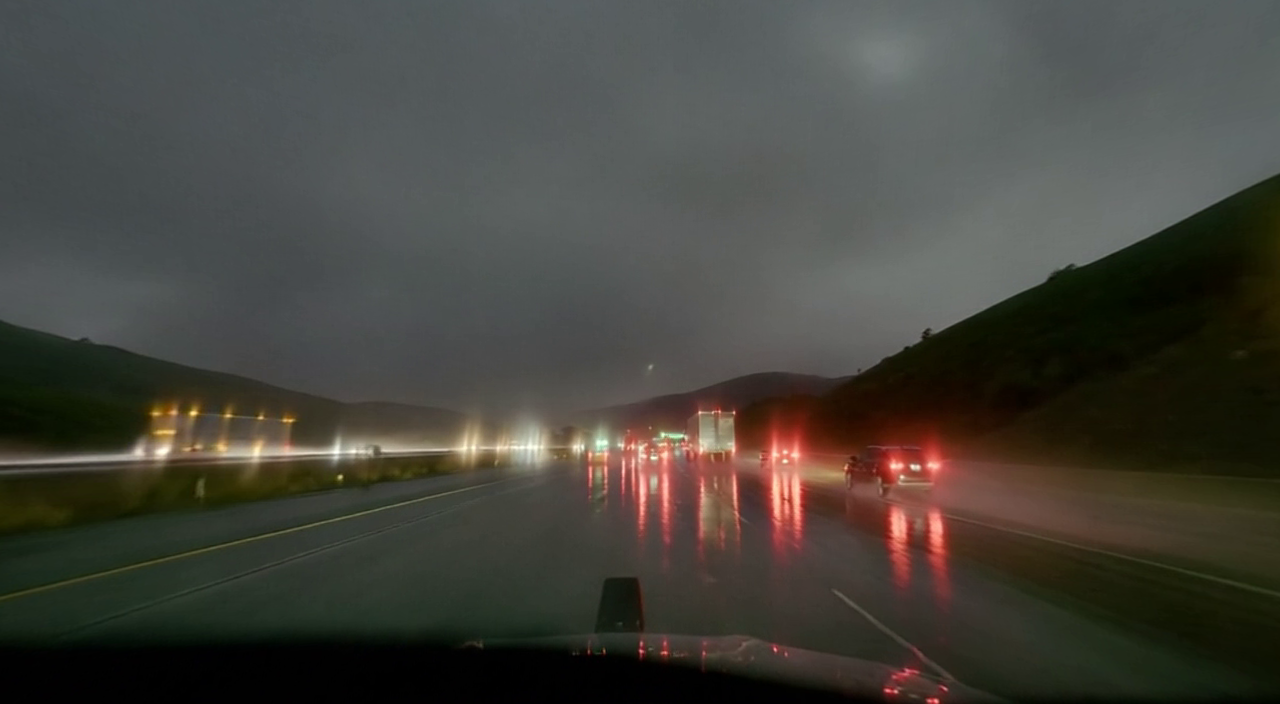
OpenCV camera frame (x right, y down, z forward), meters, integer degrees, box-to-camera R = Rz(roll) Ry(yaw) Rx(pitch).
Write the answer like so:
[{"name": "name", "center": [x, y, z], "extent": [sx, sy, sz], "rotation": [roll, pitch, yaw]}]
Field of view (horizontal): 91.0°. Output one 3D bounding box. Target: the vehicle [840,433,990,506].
[{"name": "vehicle", "center": [7.133, 3.089, 16.975], "extent": [2.044, 1.676, 4.421], "rotation": [0, -9, 0]}]

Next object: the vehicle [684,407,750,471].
[{"name": "vehicle", "center": [4.769, 5.768, 41.400], "extent": [3.130, 3.607, 11.129], "rotation": [0, -9, 1]}]

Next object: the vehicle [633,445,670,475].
[{"name": "vehicle", "center": [0.611, 5.774, 33.921], "extent": [1.866, 1.492, 3.932], "rotation": [0, -9, 1]}]

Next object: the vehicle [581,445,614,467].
[{"name": "vehicle", "center": [-3.108, 7.719, 46.809], "extent": [2.132, 1.506, 4.256], "rotation": [0, -9, 0]}]

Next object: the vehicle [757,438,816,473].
[{"name": "vehicle", "center": [7.998, 5.688, 34.849], "extent": [2.143, 1.775, 4.729], "rotation": [0, -9, 0]}]
